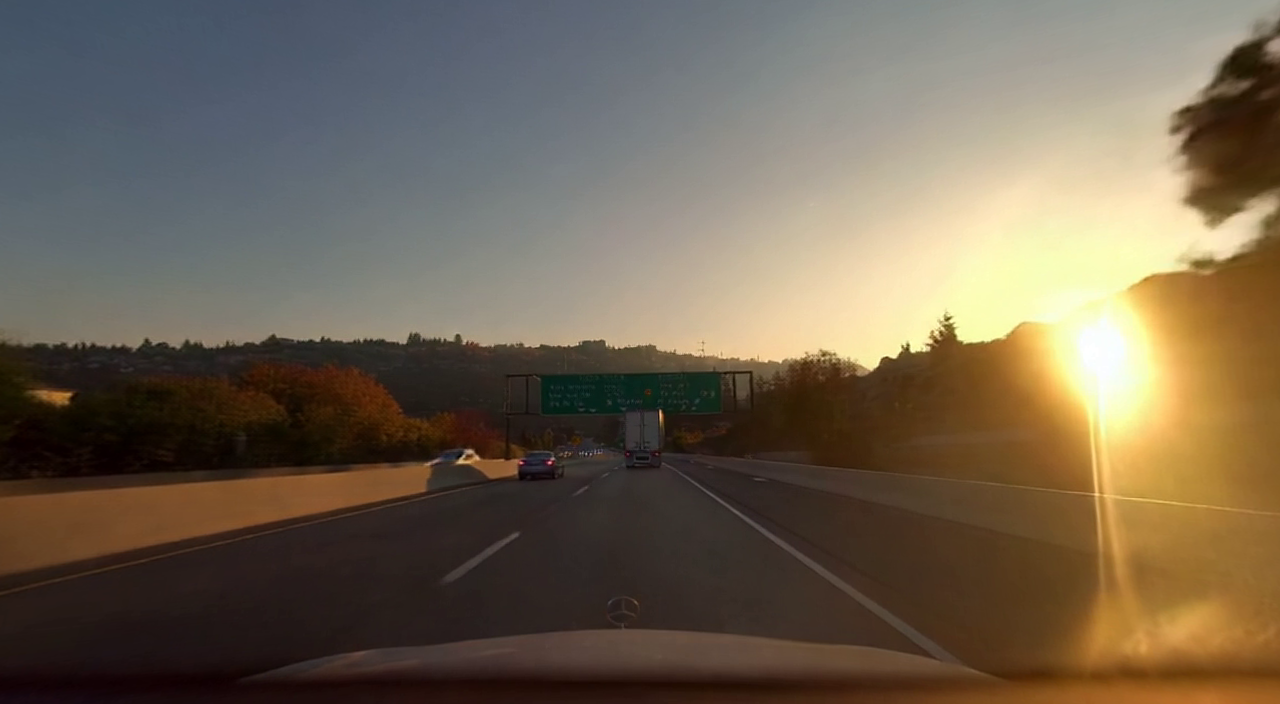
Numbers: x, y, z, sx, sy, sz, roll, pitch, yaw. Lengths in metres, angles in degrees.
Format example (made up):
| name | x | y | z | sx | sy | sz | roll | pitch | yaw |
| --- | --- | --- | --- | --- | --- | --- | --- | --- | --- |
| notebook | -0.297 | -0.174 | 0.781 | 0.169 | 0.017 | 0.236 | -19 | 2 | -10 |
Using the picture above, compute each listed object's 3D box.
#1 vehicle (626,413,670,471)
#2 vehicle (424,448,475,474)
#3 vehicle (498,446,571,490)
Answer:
| name | x | y | z | sx | sy | sz | roll | pitch | yaw |
| --- | --- | --- | --- | --- | --- | --- | --- | --- | --- |
| vehicle | 0.427 | 6.656 | 46.498 | 2.864 | 3.805 | 9.500 | 0 | -9 | -1 |
| vehicle | -12.392 | 7.105 | 41.311 | 1.944 | 1.532 | 4.382 | 0 | -9 | 1 |
| vehicle | -4.001 | 4.491 | 24.727 | 2.053 | 1.523 | 4.450 | 0 | -9 | 0 |
